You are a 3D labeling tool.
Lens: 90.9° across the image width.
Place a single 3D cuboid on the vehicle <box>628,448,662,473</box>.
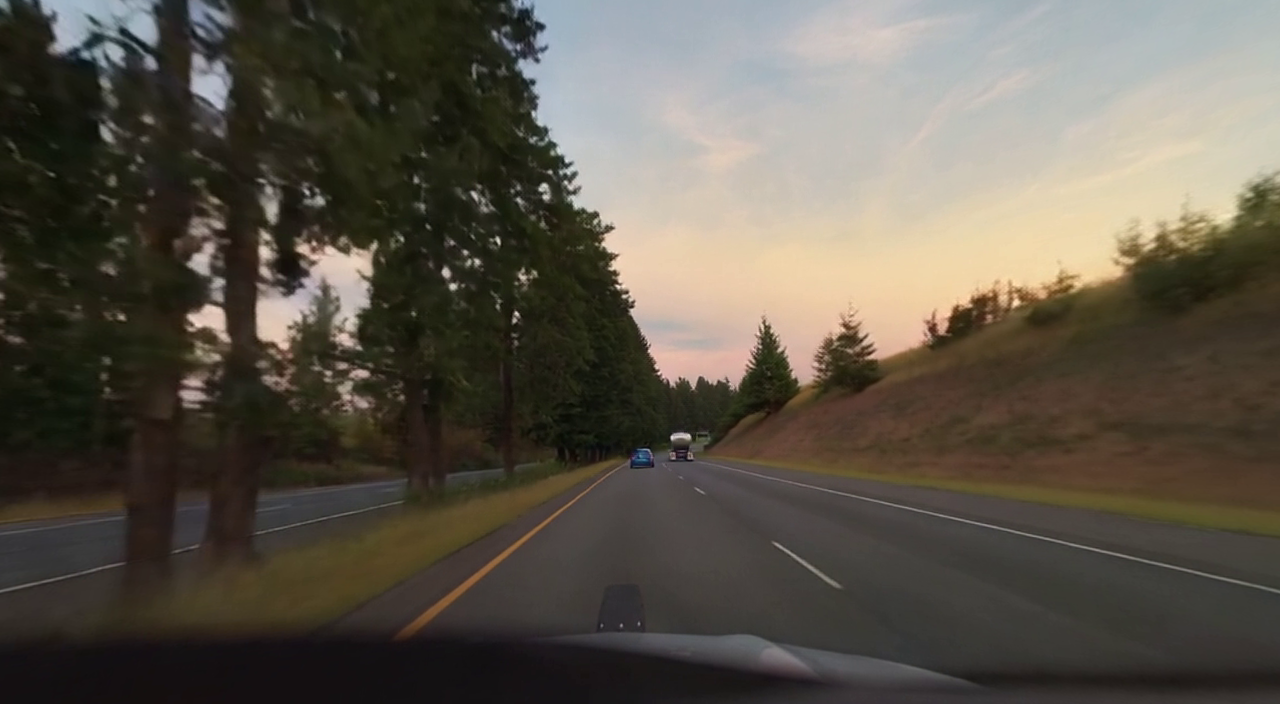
[{"bbox_3d":[0.286,6.447,37.507,1.926,1.386,3.615,0,-9,0],"label":"vehicle"}]
